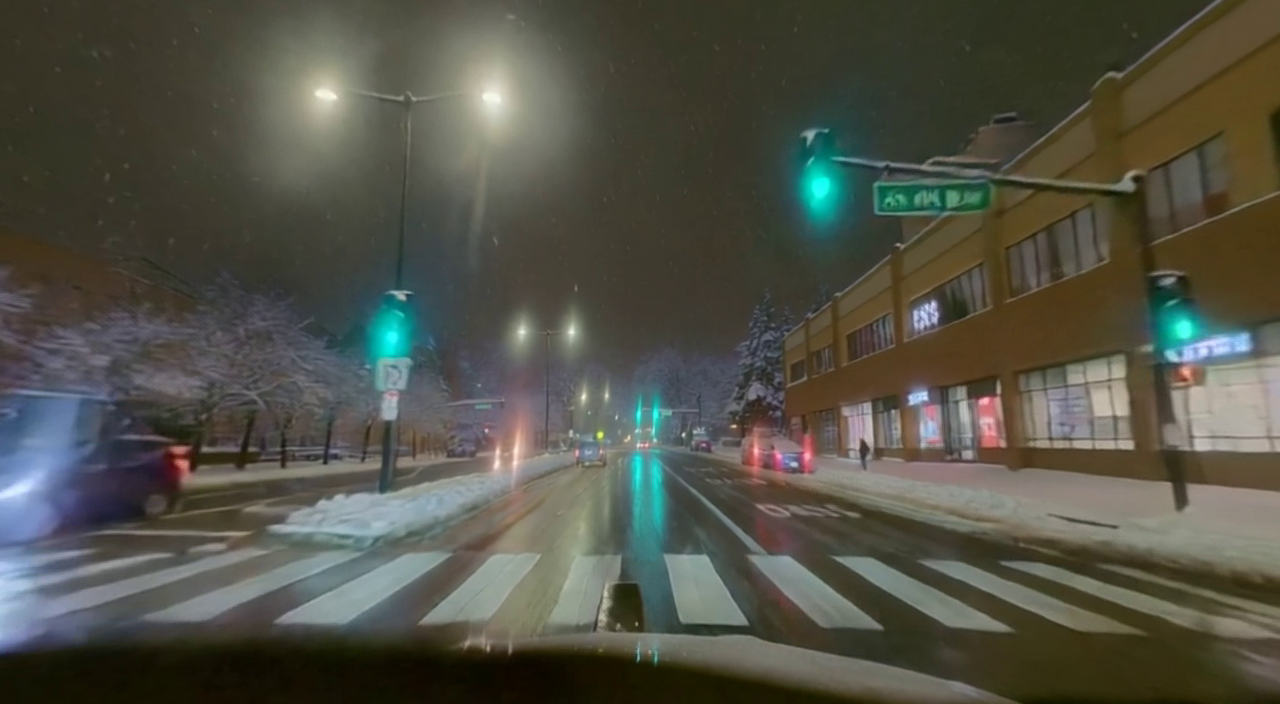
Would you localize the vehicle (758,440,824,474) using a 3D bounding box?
[{"bbox_3d":[7.277,5.060,30.779,1.968,1.493,4.878,0,-8,-1],"label":"vehicle"}]

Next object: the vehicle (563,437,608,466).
[{"bbox_3d":[-2.921,5.454,34.549,2.078,1.471,4.217,0,-8,0],"label":"vehicle"}]
